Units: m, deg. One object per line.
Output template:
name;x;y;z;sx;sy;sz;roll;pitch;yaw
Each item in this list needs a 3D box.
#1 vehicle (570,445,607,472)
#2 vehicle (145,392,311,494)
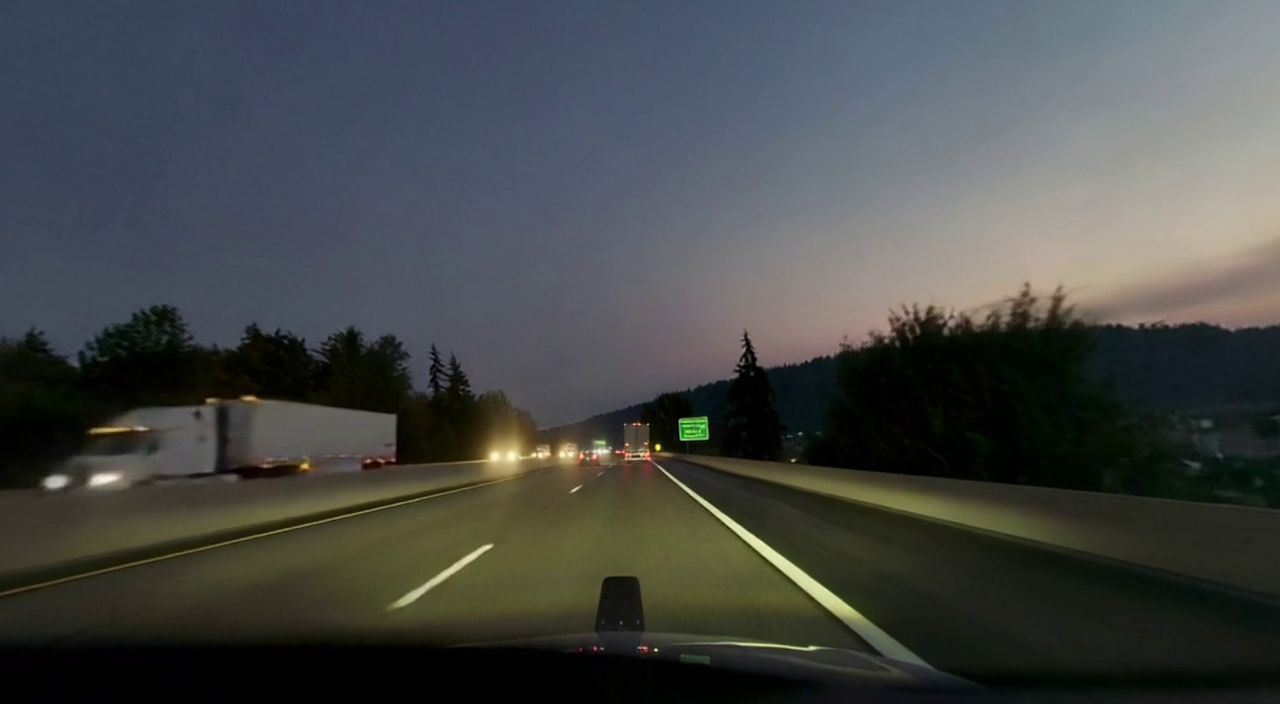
vehicle;-3.401;7.095;42.242;2.081;1.682;4.425;0;-9;0
vehicle;-17.236;3.916;27.032;3.005;3.872;5.858;0;-9;0
